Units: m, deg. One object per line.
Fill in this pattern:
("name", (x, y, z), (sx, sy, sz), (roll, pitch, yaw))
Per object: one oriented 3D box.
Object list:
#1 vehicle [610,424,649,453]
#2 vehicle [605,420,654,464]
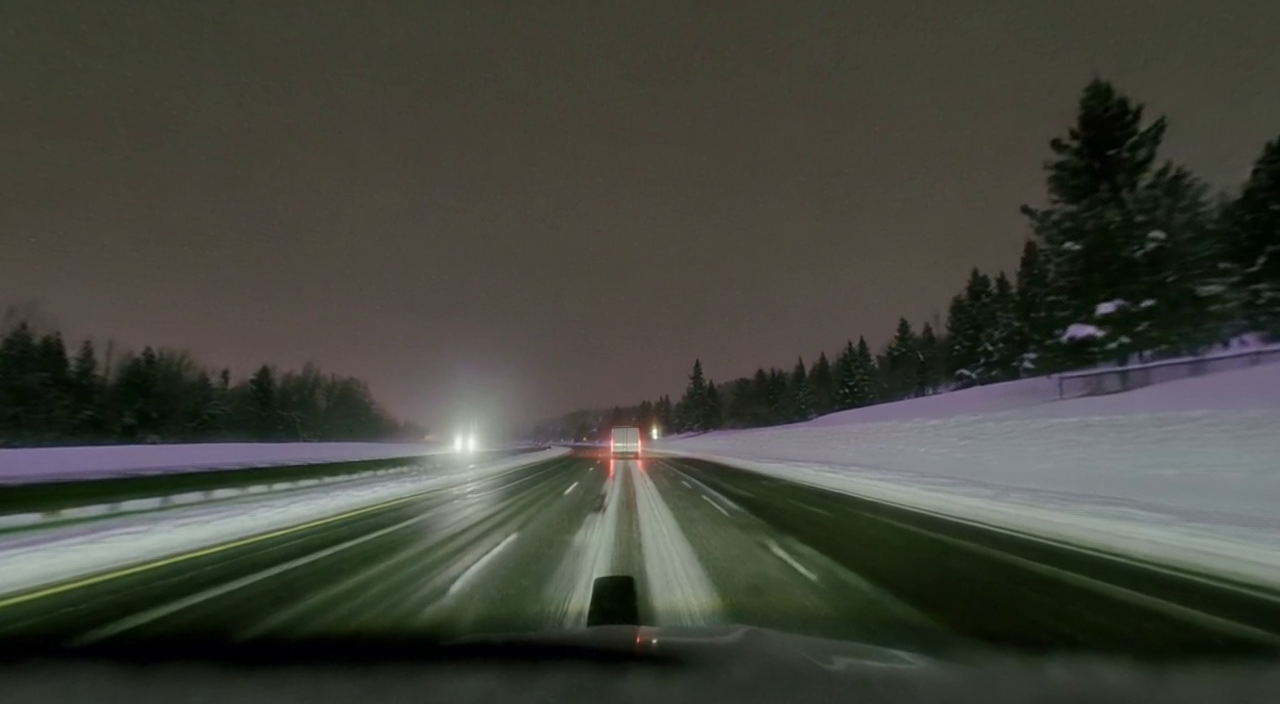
("vehicle", (-0.700, 5.325, 38.720), (2.157, 1.647, 4.524), (0, -8, -4))
("vehicle", (-0.726, 5.714, 39.959), (2.805, 2.528, 7.246), (0, -8, -2))
